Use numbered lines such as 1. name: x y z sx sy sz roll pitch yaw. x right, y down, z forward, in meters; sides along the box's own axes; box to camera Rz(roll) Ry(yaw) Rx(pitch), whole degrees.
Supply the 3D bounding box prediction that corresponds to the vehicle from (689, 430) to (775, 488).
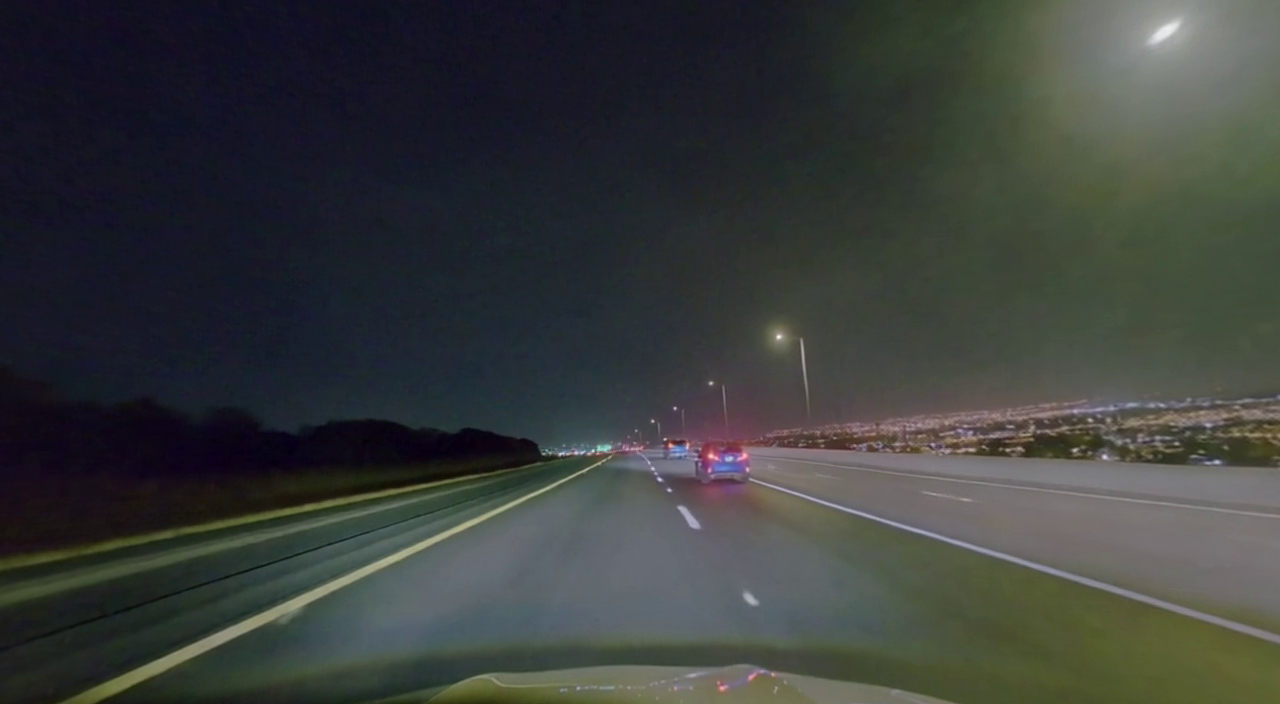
1. vehicle: 3.058 3.706 22.191 2.141 1.785 4.778 0 -8 -2
